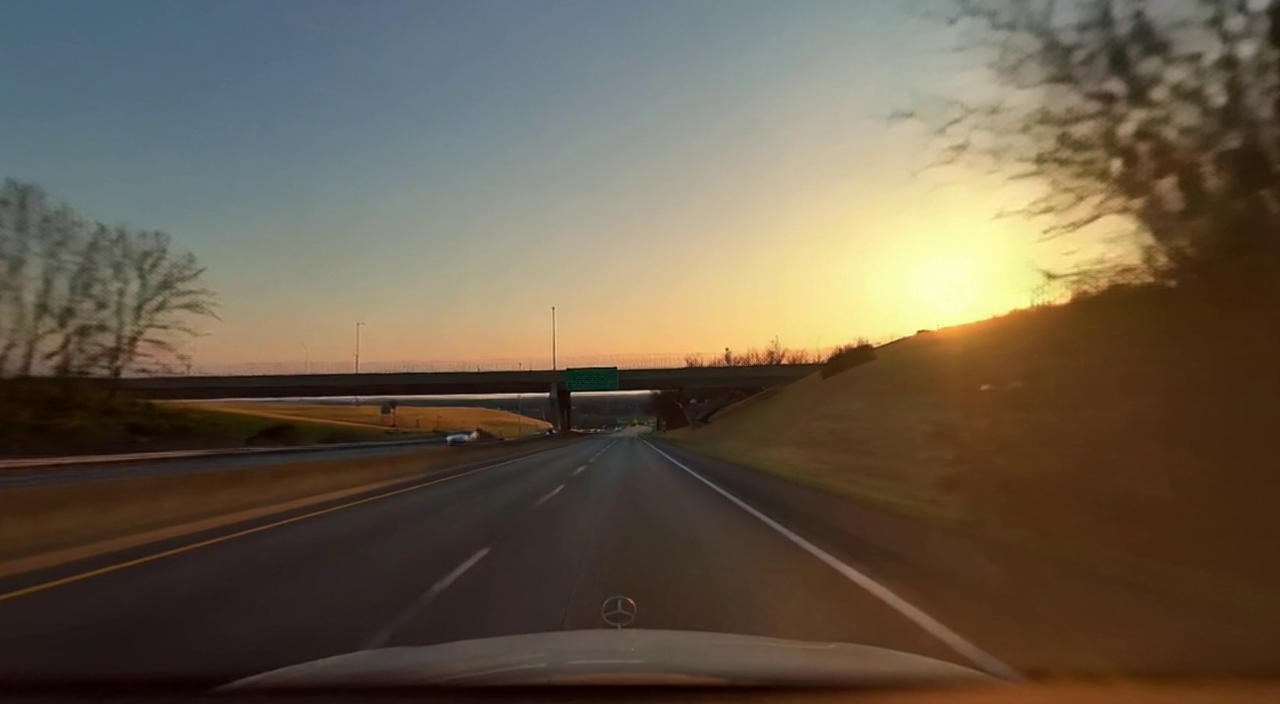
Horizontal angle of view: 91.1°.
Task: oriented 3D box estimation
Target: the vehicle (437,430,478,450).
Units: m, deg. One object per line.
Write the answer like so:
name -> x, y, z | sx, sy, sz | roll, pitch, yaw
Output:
vehicle -> -14.356, 6.936, 49.719 | 1.892, 1.508, 4.530 | 0, -8, 0
